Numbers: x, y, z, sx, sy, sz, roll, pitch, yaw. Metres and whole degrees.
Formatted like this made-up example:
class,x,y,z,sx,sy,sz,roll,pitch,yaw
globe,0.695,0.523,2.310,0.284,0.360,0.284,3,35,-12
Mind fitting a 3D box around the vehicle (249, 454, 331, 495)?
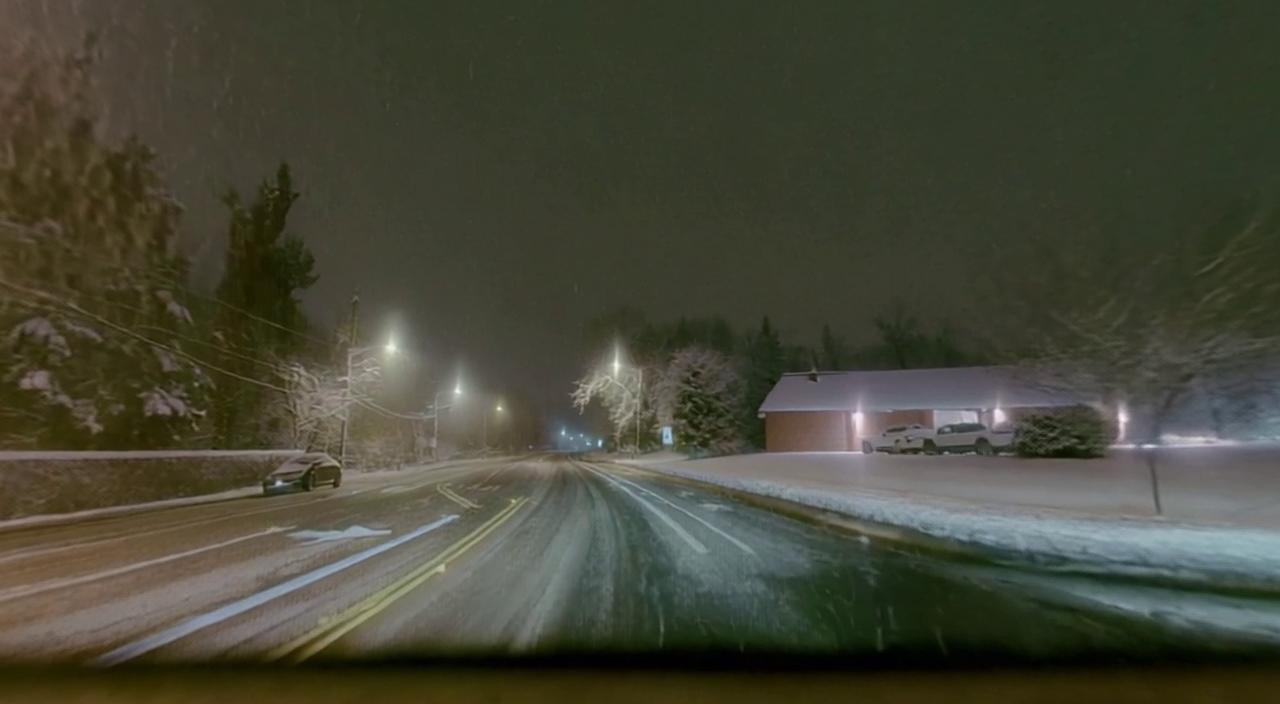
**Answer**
class,x,y,z,sx,sy,sz,roll,pitch,yaw
vehicle,-16.378,5.729,29.704,1.952,1.632,4.200,-1,-8,-8
